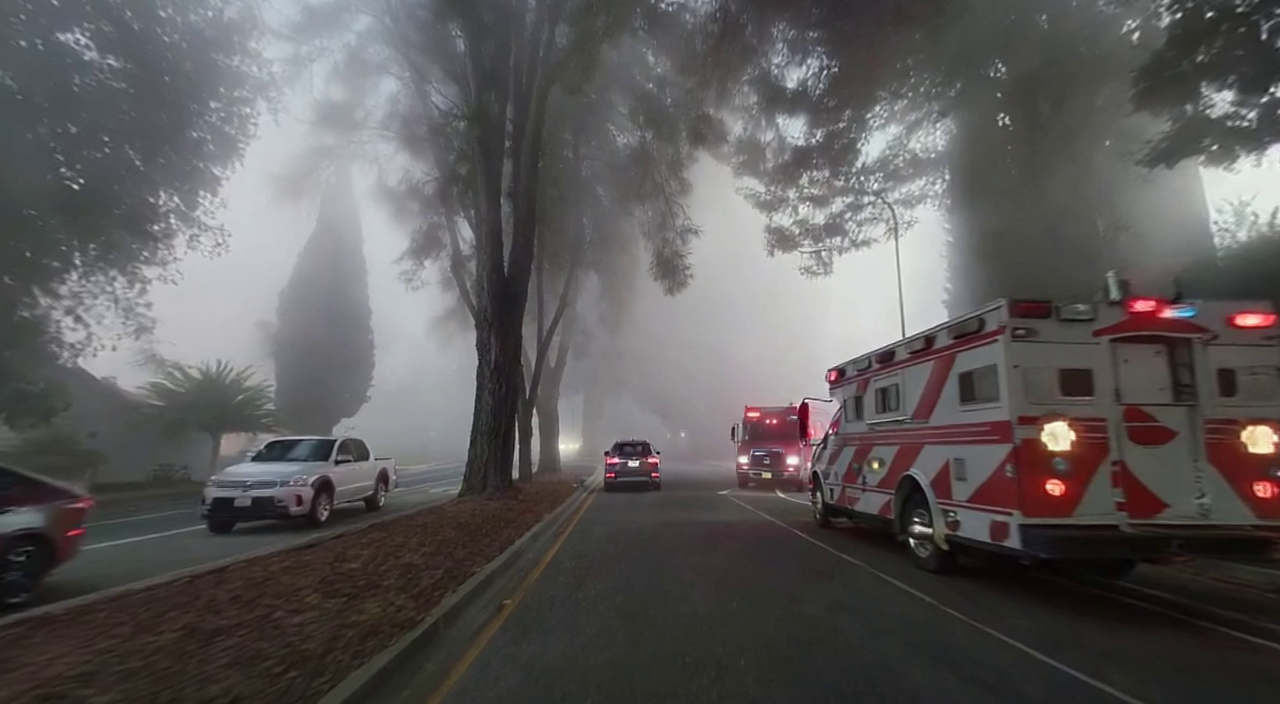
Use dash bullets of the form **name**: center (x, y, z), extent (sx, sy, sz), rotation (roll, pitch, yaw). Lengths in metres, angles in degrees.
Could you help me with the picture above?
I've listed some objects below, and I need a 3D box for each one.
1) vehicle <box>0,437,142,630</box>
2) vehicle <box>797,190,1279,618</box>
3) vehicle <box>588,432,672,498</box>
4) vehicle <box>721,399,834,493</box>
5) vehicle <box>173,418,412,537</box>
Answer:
- **vehicle**: center (-5.861, 1.240, 3.837), extent (1.969, 1.457, 4.532), rotation (0, -8, 0)
- **vehicle**: center (5.160, 1.121, 9.448), extent (2.885, 3.246, 9.408), rotation (0, -10, -2)
- **vehicle**: center (-0.206, 3.115, 17.780), extent (2.106, 1.655, 3.717), rotation (0, -8, 1)
- **vehicle**: center (5.126, 3.403, 22.794), extent (2.654, 2.824, 5.794), rotation (-7, -10, 23)
- **vehicle**: center (-6.434, 2.365, 12.597), extent (2.165, 1.876, 4.903), rotation (0, -8, -3)
